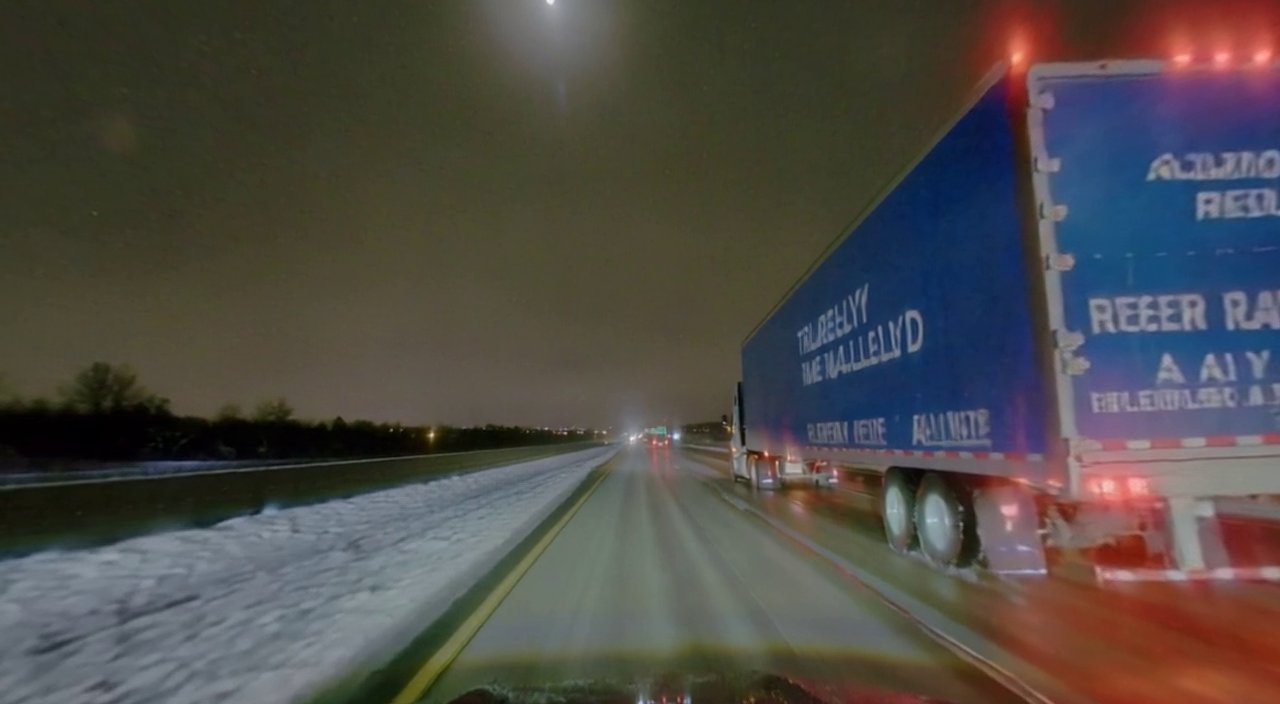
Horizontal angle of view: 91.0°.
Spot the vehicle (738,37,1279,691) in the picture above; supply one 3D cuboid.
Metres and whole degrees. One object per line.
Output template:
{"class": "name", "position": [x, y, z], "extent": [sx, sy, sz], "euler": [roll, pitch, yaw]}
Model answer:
{"class": "vehicle", "position": [4.216, 0.939, 10.901], "extent": [3.006, 4.093, 14.142], "euler": [0, -8, 1]}
